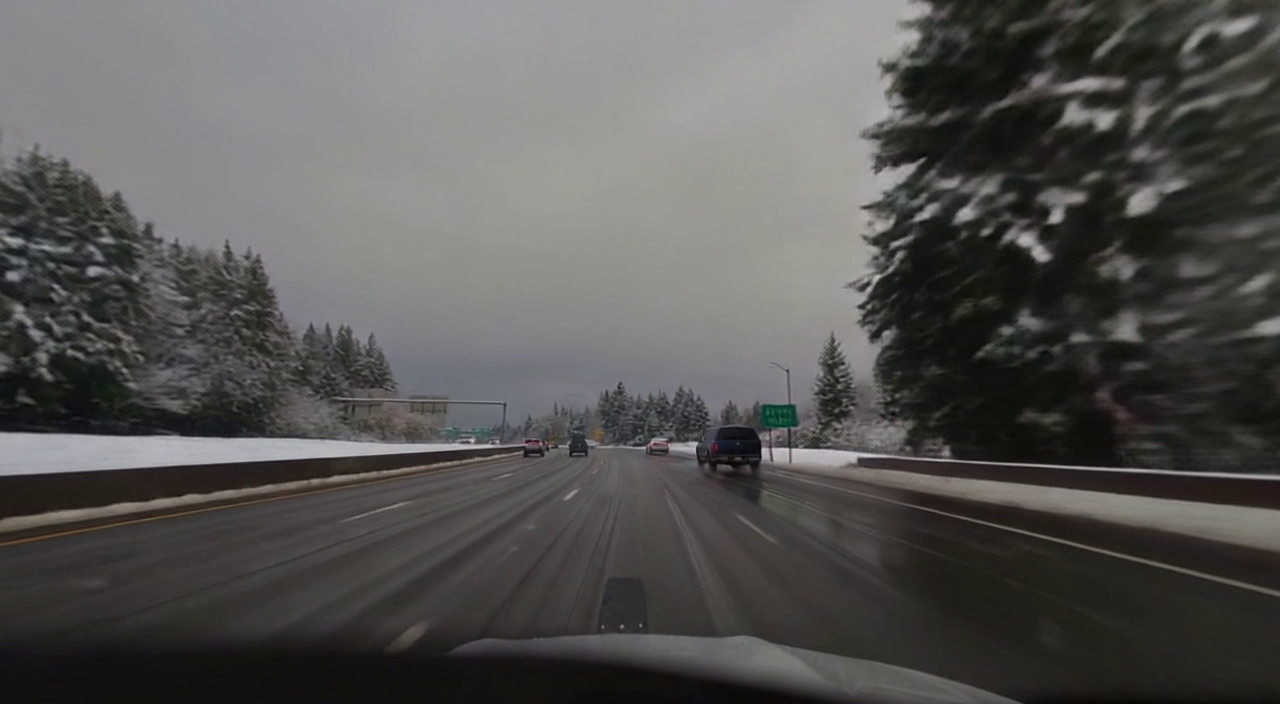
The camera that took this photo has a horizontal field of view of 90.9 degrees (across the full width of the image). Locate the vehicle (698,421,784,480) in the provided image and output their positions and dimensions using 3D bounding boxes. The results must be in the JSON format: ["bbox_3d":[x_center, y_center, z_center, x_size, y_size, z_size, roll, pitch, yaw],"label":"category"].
[{"bbox_3d":[3.297,3.342,21.609,2.043,1.795,4.347,0,-8,-2],"label":"vehicle"}]

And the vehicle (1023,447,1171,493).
[{"bbox_3d":[18.011,4.628,25.248,2.033,1.580,4.752,1,-8,-6],"label":"vehicle"}]
